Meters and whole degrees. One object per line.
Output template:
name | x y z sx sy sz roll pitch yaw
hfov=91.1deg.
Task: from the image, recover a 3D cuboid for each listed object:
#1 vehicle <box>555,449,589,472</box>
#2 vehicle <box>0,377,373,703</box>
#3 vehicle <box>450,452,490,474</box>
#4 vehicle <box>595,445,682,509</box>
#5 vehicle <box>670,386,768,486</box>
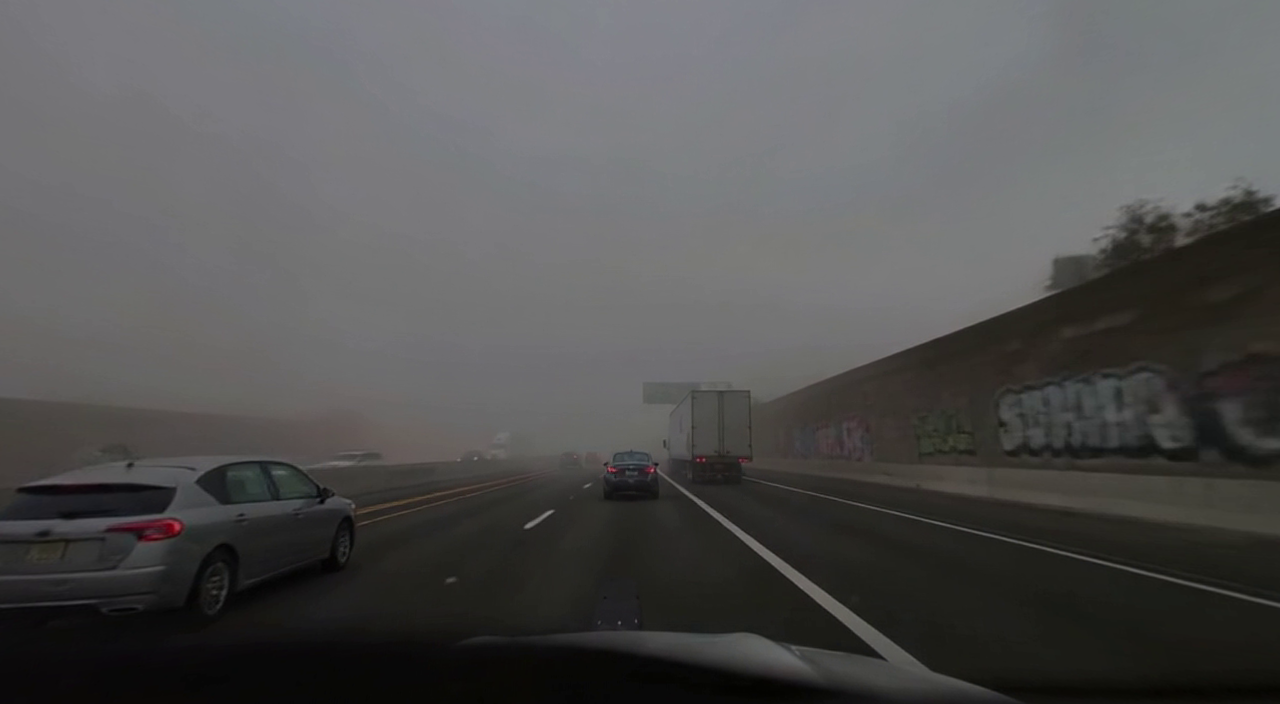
vehicle | -4.876 7.837 45.593 2.067 1.481 4.085 0 -9 0
vehicle | -4.401 1.361 5.625 1.988 1.750 4.711 0 -9 -1
vehicle | -12.350 8.077 45.904 1.840 1.447 3.868 0 -9 0
vehicle | -0.074 3.229 16.727 2.033 1.468 4.015 0 -9 -1
vehicle | 3.543 4.477 32.835 2.902 4.014 14.446 0 -9 -1
